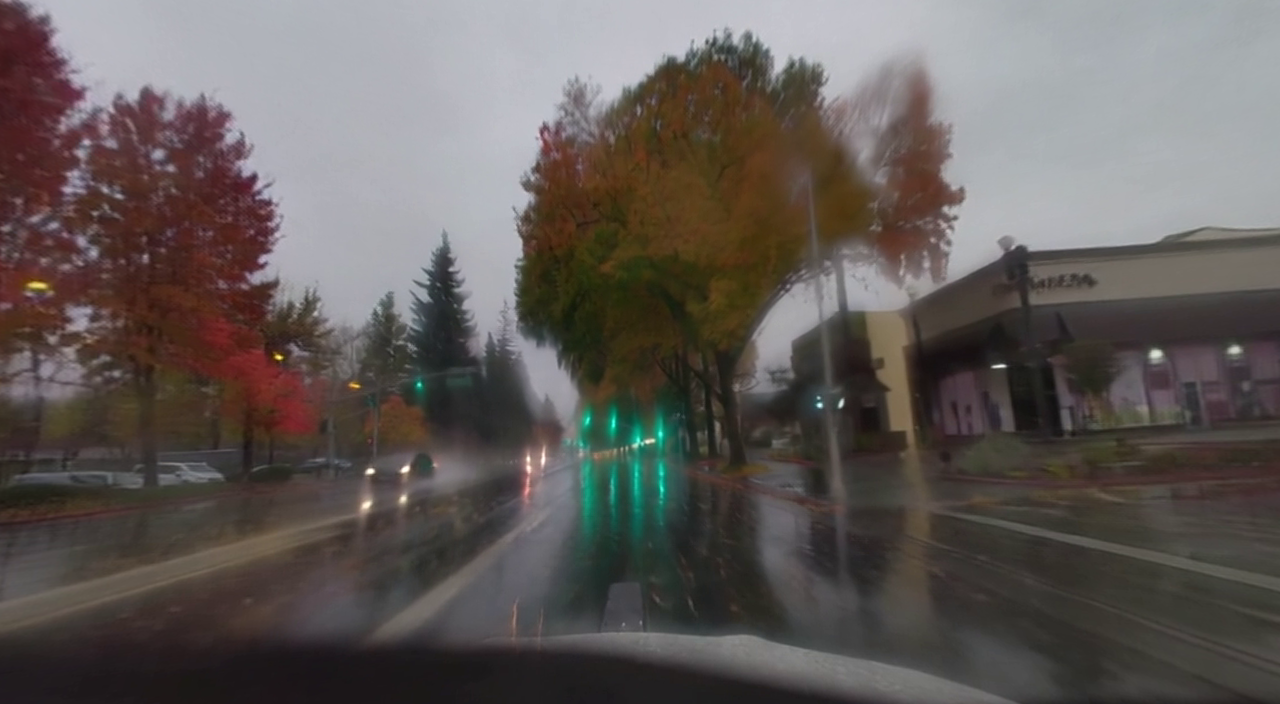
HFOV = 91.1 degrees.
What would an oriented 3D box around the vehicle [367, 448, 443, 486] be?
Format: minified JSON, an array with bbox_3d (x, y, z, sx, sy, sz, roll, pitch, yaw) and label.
[{"bbox_3d":[-11.725,5.754,31.761,2.075,1.765,4.684,0,-9,-1],"label":"vehicle"}]

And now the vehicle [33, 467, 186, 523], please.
[{"bbox_3d":[-18.229,4.880,21.872,1.896,1.495,4.108,-4,-9,-2],"label":"vehicle"}]
